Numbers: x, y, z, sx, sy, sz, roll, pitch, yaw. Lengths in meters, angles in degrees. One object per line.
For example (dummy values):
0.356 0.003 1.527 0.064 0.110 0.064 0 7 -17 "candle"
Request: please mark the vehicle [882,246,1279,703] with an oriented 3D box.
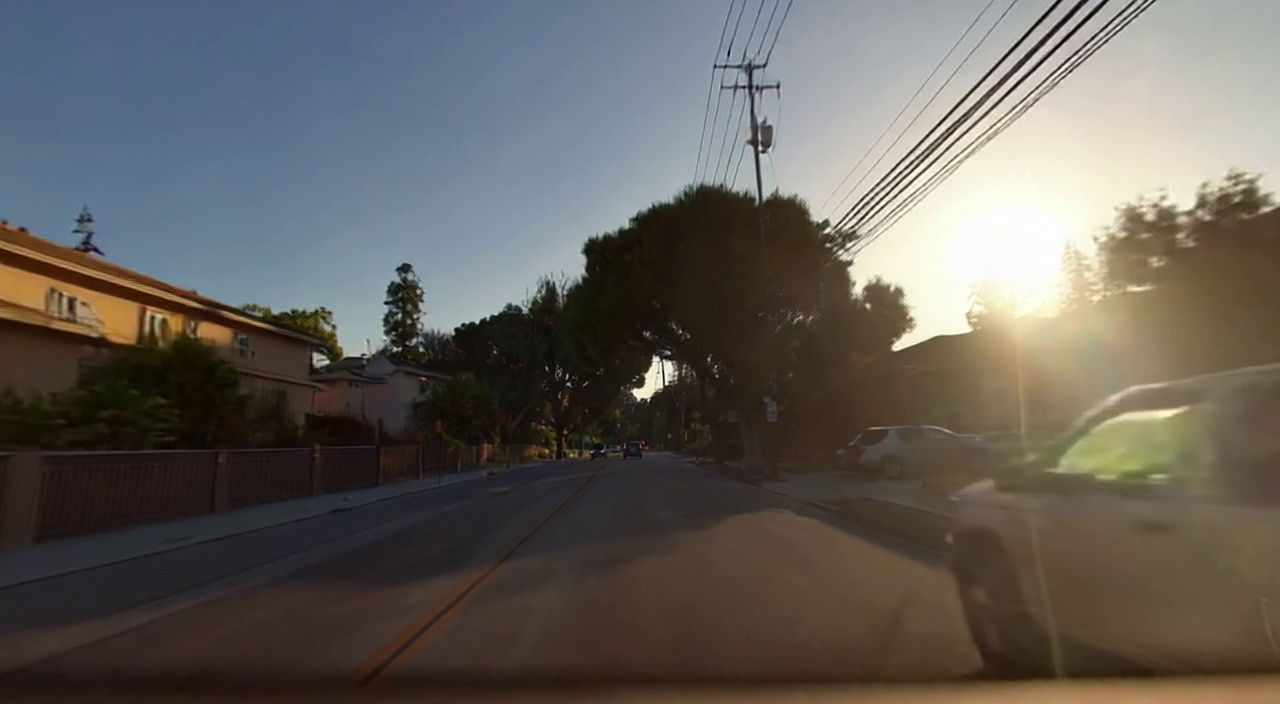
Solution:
3.021 0.715 1.887 2.278 1.933 5.860 3 -8 -1 "vehicle"
